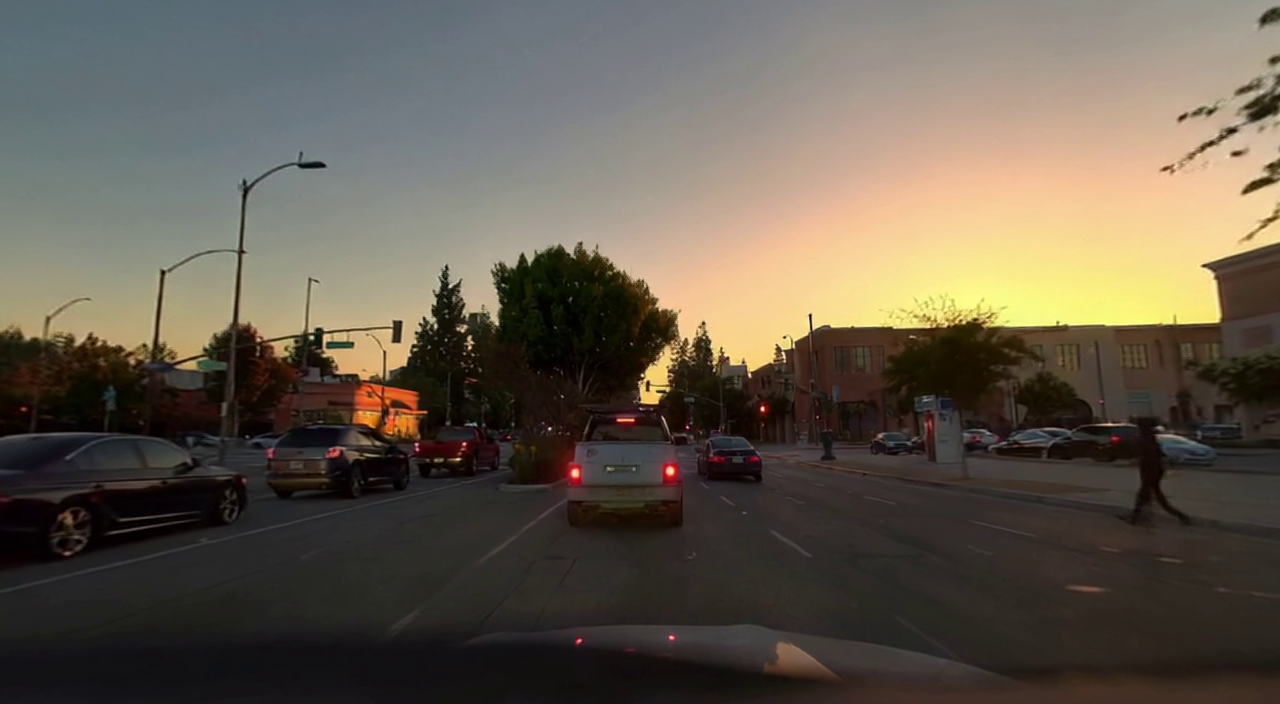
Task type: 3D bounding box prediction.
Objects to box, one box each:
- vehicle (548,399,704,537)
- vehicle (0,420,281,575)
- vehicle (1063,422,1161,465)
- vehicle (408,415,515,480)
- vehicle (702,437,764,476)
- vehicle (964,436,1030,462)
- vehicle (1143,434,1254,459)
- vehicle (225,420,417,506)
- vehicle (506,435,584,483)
[{"bbox_3d":[-0.188,1.866,10.619,2.064,1.817,4.298,0,-8,0],"label":"vehicle"},{"bbox_3d":[-6.886,1.698,8.196,1.831,1.451,4.382,0,-8,0],"label":"vehicle"},{"bbox_3d":[19.609,3.795,26.136,4.156,1.622,1.924,6,-10,-35],"label":"vehicle"},{"bbox_3d":[-6.270,3.449,22.818,2.496,2.112,4.351,0,-8,1],"label":"vehicle"},{"bbox_3d":[3.696,4.228,25.785,2.023,1.441,4.240,0,-8,1],"label":"vehicle"},{"bbox_3d":[20.509,5.560,36.200,3.836,1.443,1.694,6,-10,-34],"label":"vehicle"},{"bbox_3d":[29.800,5.064,33.745,4.176,1.313,1.719,0,-9,3],"label":"vehicle"},{"bbox_3d":[-6.988,2.477,14.480,1.941,1.655,4.503,0,-8,1],"label":"vehicle"},{"bbox_3d":[-3.141,3.639,21.742,1.894,1.461,4.080,0,-8,2],"label":"vehicle"}]
